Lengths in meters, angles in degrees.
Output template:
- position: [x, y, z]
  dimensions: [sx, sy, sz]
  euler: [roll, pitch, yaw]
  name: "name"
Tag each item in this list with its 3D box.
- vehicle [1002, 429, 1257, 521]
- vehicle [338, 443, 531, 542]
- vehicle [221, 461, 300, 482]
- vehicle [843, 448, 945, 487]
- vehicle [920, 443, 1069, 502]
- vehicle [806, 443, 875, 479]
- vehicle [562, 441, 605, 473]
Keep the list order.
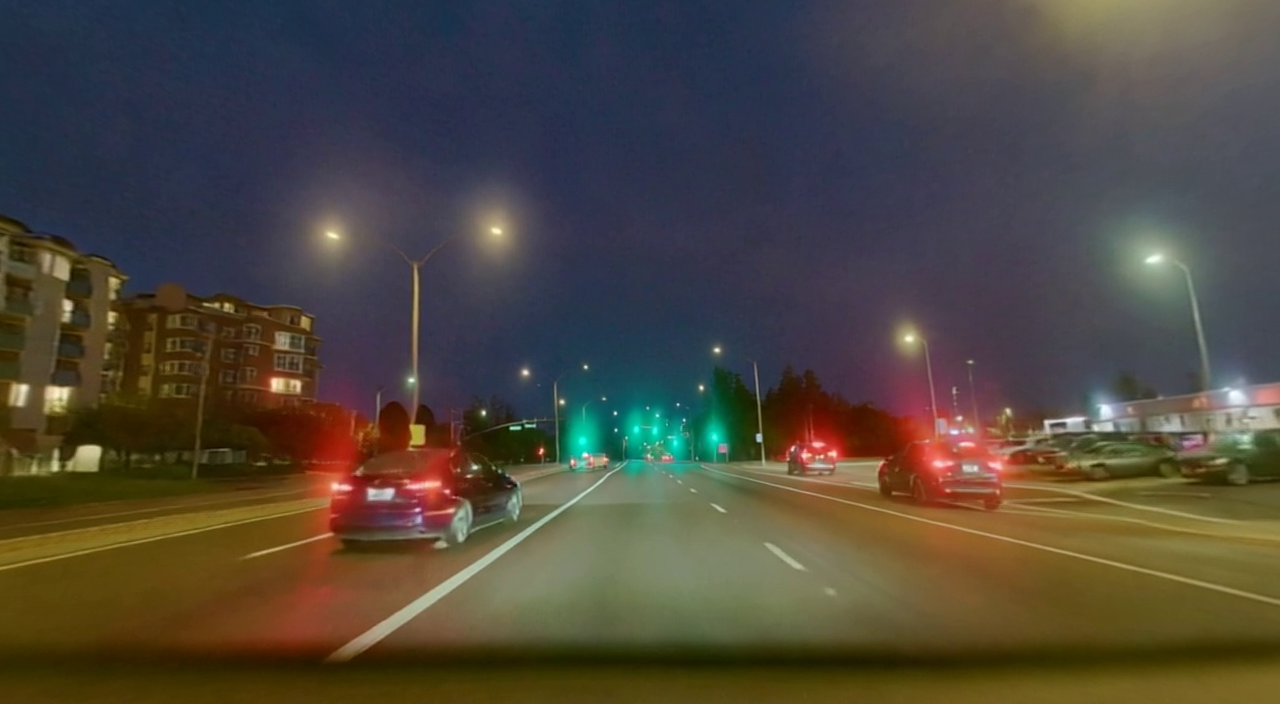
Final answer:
- position: [10.273, 2.597, 13.855]
  dimensions: [1.975, 1.677, 4.400]
  euler: [0, -9, -1]
  name: "vehicle"
- position: [-3.465, 2.448, 11.724]
  dimensions: [2.144, 1.447, 4.421]
  euler: [0, -9, -1]
  name: "vehicle"
- position: [-27.952, 8.792, 46.647]
  dimensions: [4.658, 1.478, 1.968]
  euler: [-1, -9, 6]
  name: "vehicle"
- position: [10.125, 4.609, 25.653]
  dimensions: [2.045, 1.418, 4.869]
  euler: [0, -9, -1]
  name: "vehicle"
- position: [10.583, 3.600, 19.319]
  dimensions: [1.853, 1.548, 4.340]
  euler: [0, -9, -3]
  name: "vehicle"
- position: [10.090, 5.510, 32.169]
  dimensions: [1.992, 1.664, 4.246]
  euler: [0, -9, -2]
  name: "vehicle"
- position: [-3.483, 6.580, 39.775]
  dimensions: [2.220, 1.888, 4.904]
  euler: [0, -9, 1]
  name: "vehicle"
